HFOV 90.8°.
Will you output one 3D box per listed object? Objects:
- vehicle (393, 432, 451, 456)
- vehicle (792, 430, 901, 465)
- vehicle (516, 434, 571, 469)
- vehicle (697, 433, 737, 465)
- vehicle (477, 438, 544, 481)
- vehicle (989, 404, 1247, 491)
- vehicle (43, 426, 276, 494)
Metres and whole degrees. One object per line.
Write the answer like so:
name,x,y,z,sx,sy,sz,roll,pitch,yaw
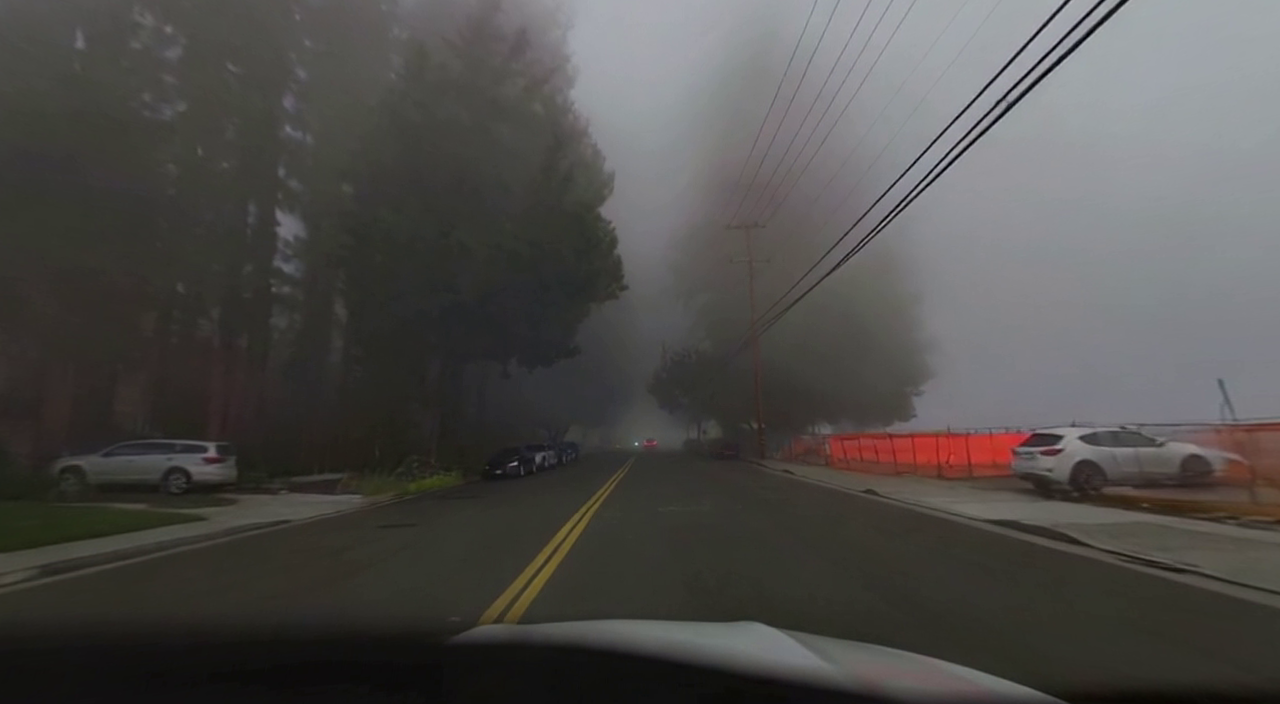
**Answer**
vehicle,-15.776,6.687,45.873,3.634,1.520,1.656,-3,-8,0
vehicle,10.618,4.932,32.778,4.920,1.759,1.998,0,-8,-2
vehicle,-5.438,5.757,36.277,2.158,1.837,4.659,-1,-10,3
vehicle,4.788,6.114,39.998,2.134,1.863,4.455,0,-8,2
vehicle,-5.843,4.846,28.952,1.771,1.512,4.281,5,-6,4
vehicle,11.174,2.270,15.065,4.399,1.884,2.071,0,-9,-1
vehicle,-13.089,2.947,17.457,4.752,1.734,1.998,0,-8,1
